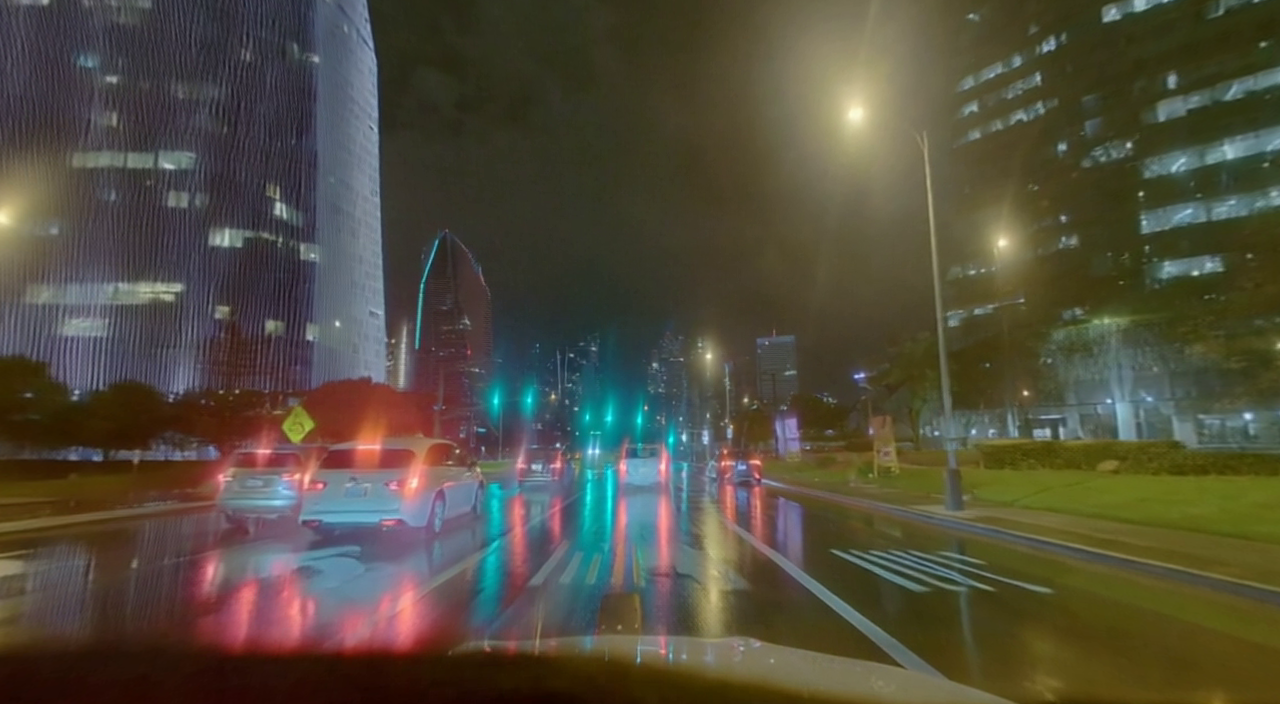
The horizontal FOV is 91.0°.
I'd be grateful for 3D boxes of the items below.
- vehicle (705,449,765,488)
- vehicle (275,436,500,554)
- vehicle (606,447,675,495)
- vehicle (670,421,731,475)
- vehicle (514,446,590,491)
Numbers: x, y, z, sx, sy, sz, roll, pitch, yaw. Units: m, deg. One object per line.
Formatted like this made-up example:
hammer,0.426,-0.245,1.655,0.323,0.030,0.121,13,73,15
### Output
vehicle,4.020,4.982,27.351,1.940,1.514,4.187,0,-9,0
vehicle,-3.780,2.189,10.395,1.933,1.520,4.195,0,-9,0
vehicle,0.054,4.123,22.249,2.174,1.509,4.374,0,-9,1
vehicle,4.009,6.866,45.177,3.074,3.316,12.953,0,-9,0
vehicle,-3.193,4.339,23.807,2.044,1.508,4.479,0,-9,2
